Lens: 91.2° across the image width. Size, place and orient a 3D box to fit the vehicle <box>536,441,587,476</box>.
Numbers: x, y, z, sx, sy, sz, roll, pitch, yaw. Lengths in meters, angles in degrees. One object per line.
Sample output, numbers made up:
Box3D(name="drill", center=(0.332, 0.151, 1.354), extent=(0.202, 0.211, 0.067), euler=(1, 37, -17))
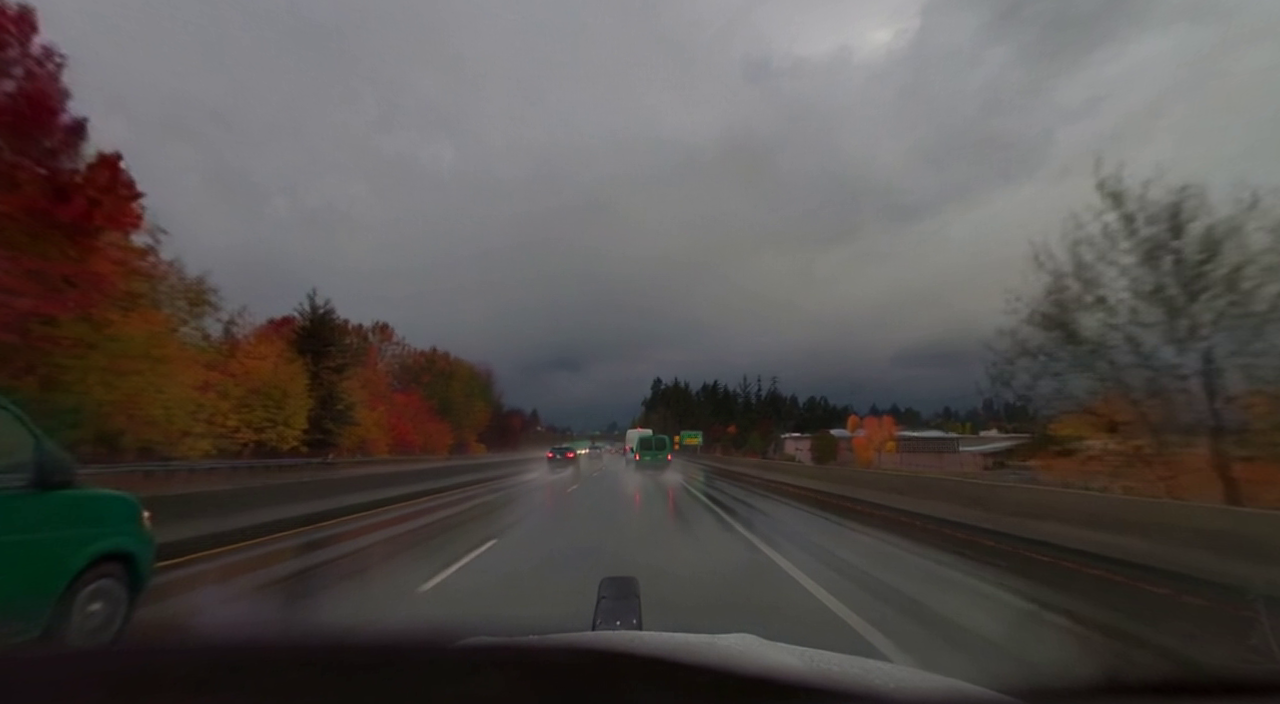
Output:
Box3D(name="vehicle", center=(-3.992, 5.504, 32.601), extent=(2.088, 1.688, 4.365), euler=(0, -9, 0))

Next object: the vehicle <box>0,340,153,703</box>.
Box3D(name="vehicle", center=(-4.095, 0.673, 1.918), extent=(2.021, 1.790, 3.907), euler=(0, -9, -1))

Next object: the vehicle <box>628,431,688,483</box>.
Box3D(name="vehicle", center=(0.609, 4.262, 25.587), extent=(2.179, 1.930, 4.538), euler=(0, -9, -2))
